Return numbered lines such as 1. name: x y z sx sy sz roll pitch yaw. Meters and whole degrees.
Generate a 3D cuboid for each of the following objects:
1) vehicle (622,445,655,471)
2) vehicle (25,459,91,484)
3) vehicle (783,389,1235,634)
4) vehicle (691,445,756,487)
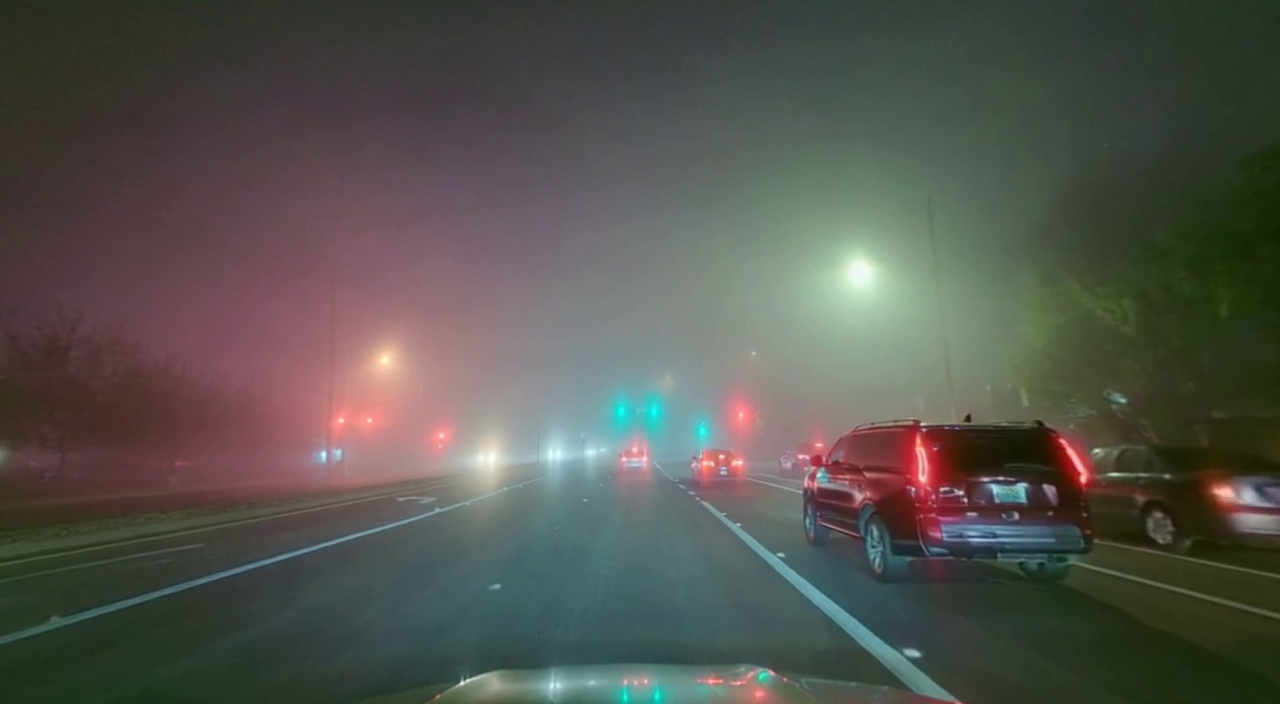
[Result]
1. vehicle: -0.131 7.263 43.330 2.146 1.685 4.003 0 -9 0
2. vehicle: -38.337 7.840 41.431 4.260 1.501 1.892 -5 -10 30
3. vehicle: 3.208 1.506 6.938 2.129 1.761 4.610 0 -9 0
4. vehicle: 3.086 4.322 24.105 1.889 1.451 4.180 0 -9 -1
